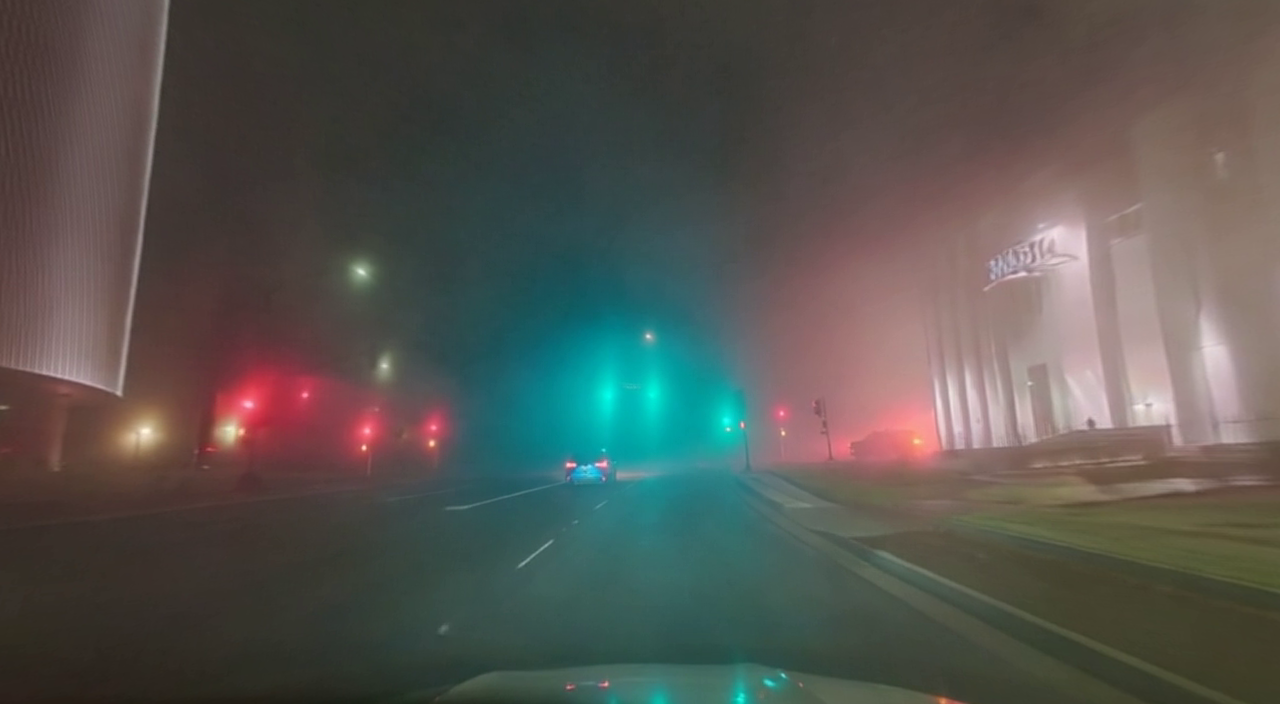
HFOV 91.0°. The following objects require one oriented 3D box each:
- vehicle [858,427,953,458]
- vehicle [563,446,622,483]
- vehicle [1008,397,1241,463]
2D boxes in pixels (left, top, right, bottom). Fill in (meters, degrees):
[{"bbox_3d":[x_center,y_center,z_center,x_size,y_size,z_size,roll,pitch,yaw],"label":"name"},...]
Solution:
[{"bbox_3d":[14.084,4.825,33.574,4.120,1.558,1.959,-1,-9,1],"label":"vehicle"},{"bbox_3d":[-1.992,4.869,27.652,1.971,1.486,4.380,-1,-9,4],"label":"vehicle"},{"bbox_3d":[13.873,2.290,18.321,4.904,1.755,2.114,-1,-9,2],"label":"vehicle"}]
